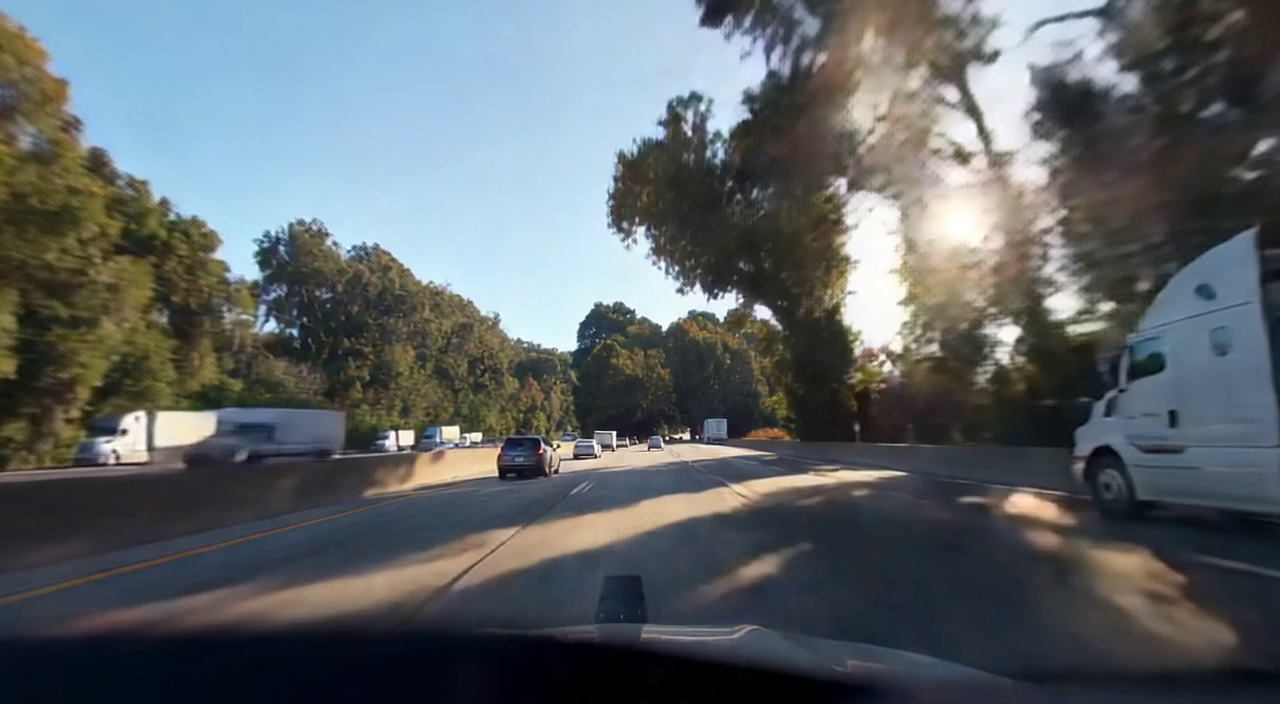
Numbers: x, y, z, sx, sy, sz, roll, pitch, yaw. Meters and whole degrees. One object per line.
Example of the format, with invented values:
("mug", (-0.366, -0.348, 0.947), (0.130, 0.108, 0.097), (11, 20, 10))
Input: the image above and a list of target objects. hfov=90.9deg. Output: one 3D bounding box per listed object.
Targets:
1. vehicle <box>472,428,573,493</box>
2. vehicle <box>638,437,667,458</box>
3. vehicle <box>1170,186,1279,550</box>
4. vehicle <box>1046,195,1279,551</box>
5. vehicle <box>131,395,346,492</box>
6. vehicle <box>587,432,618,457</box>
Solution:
("vehicle", (-3.189, 3.015, 18.023), (2.137, 1.618, 4.209), (0, -8, -1))
("vehicle", (0.900, 6.923, 45.913), (2.004, 1.465, 3.842), (0, -8, 0))
("vehicle", (8.912, -0.592, 1.402), (2.866, 4.100, 14.057), (0, -8, -2))
("vehicle", (8.704, 0.349, 7.939), (3.005, 3.976, 5.847), (0, -8, -1))
("vehicle", (-11.649, 2.731, 19.146), (2.357, 2.442, 6.242), (0, -8, 0))
("vehicle", (-2.861, 7.176, 49.036), (2.064, 1.826, 4.263), (0, -8, 1))
